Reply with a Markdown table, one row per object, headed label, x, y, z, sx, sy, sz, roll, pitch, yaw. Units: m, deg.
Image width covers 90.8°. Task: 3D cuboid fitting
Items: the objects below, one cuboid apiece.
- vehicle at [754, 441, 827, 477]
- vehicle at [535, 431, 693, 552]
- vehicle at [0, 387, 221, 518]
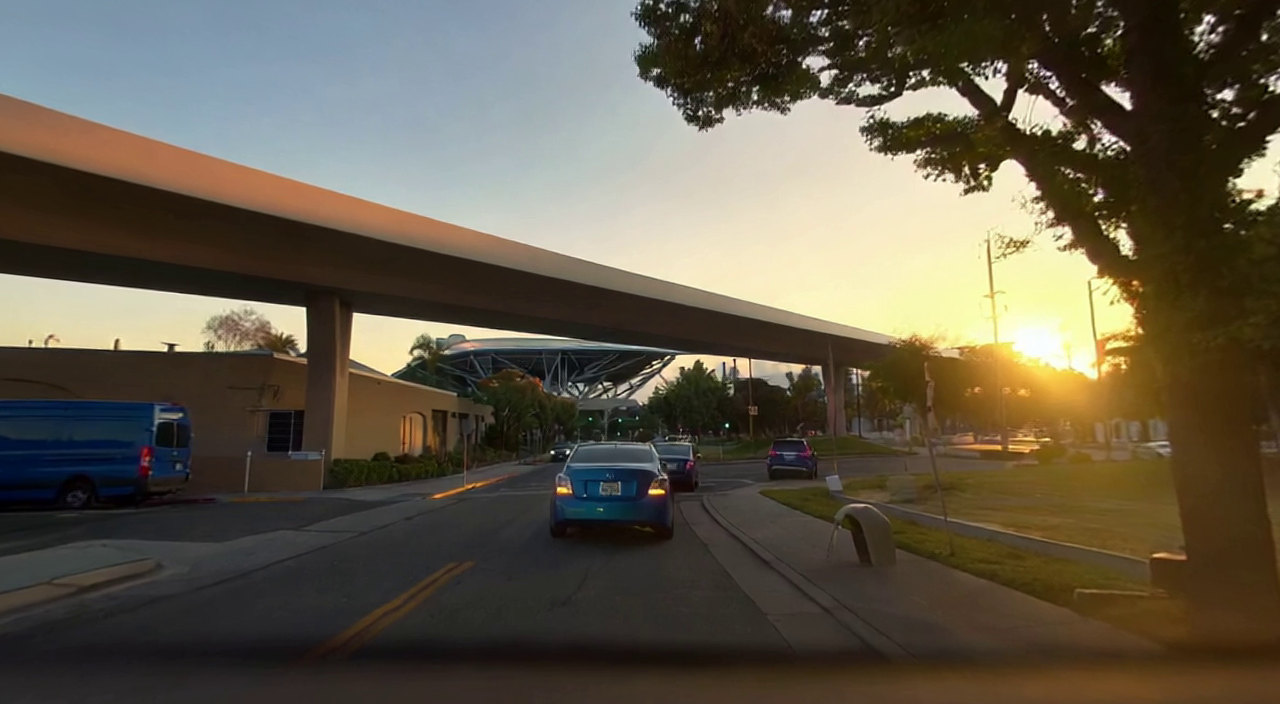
| label | x | y | z | sx | sy | sz | roll | pitch | yaw |
| --- | --- | --- | --- | --- | --- | --- | --- | --- | --- |
| vehicle | 8.444 | 5.912 | 35.206 | 2.032 | 1.828 | 4.425 | -7 | -11 | 40 |
| vehicle | -0.281 | 2.194 | 10.715 | 2.087 | 1.578 | 4.652 | 0 | -9 | 2 |
| vehicle | -13.553 | 2.344 | 14.877 | 5.356 | 2.762 | 2.644 | 0 | -9 | 0 |
